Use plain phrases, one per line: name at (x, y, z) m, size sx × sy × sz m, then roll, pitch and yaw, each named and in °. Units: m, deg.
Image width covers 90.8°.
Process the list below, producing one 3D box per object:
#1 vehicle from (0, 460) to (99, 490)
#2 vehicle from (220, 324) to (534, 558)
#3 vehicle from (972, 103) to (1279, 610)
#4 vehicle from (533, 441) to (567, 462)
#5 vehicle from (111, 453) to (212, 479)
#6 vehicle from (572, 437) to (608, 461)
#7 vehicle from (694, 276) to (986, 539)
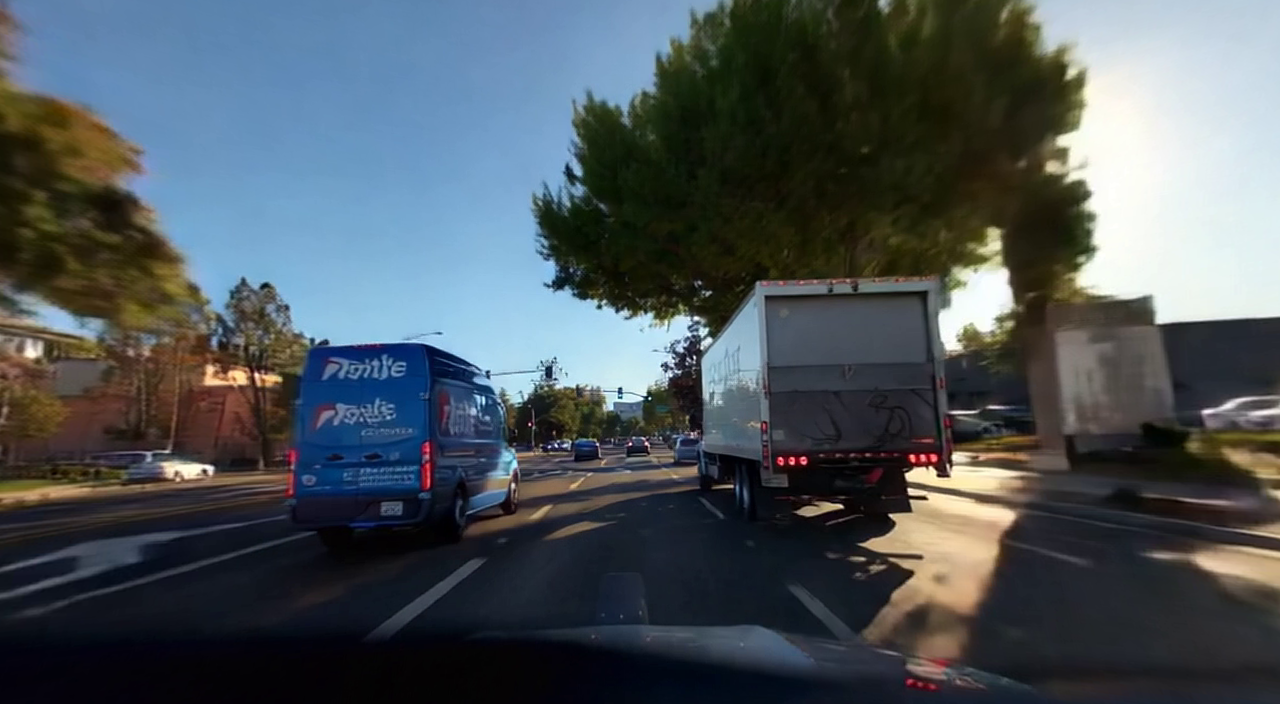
vehicle at (-31.405, 6.334, 32.746) m, size 4.630 × 1.412 × 2.019 m, roll 4°, pitch -10°, yaw -26°
vehicle at (-3.653, 1.528, 10.811) m, size 2.443 × 2.784 × 6.493 m, roll 0°, pitch -9°, yaw 1°
vehicle at (6.758, -0.003, 4.972) m, size 2.949 × 4.141 × 9.759 m, roll 0°, pitch -9°, yaw 1°
vehicle at (-6.771, 7.586, 48.033) m, size 1.958 × 1.491 × 4.155 m, roll 0°, pitch -9°, yaw 0°
vehicle at (-31.324, 7.468, 41.579) m, size 4.955 × 1.514 × 1.973 m, roll 4°, pitch -9°, yaw -29°
vehicle at (-3.780, 7.523, 49.070) m, size 2.356 × 1.766 × 5.674 m, roll 0°, pitch -9°, yaw 0°
vehicle at (3.052, 1.439, 13.377) m, size 2.861 × 3.525 × 9.858 m, roll 0°, pitch -9°, yaw 0°
